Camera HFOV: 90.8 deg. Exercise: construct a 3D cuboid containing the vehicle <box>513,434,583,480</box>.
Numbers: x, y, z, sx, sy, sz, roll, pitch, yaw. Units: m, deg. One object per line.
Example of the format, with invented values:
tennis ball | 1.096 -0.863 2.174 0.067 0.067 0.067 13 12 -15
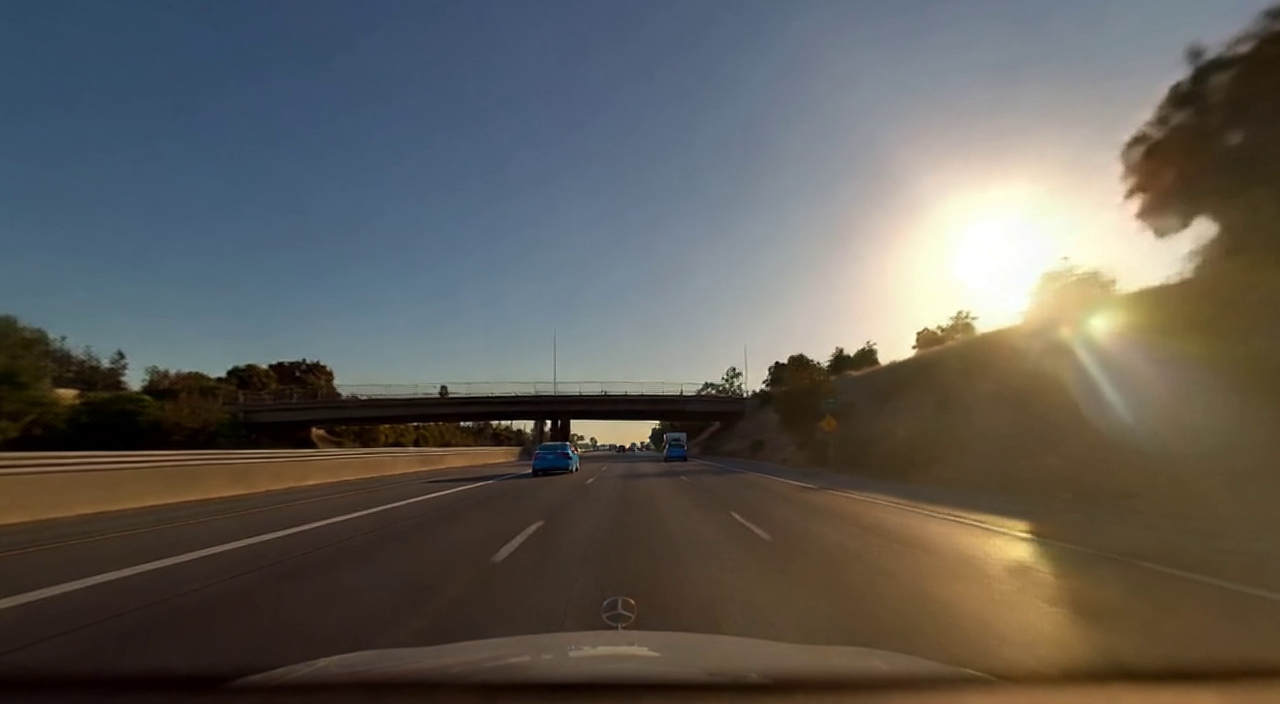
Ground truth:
vehicle | -3.790 4.453 27.144 2.205 1.773 5.124 0 -8 0
